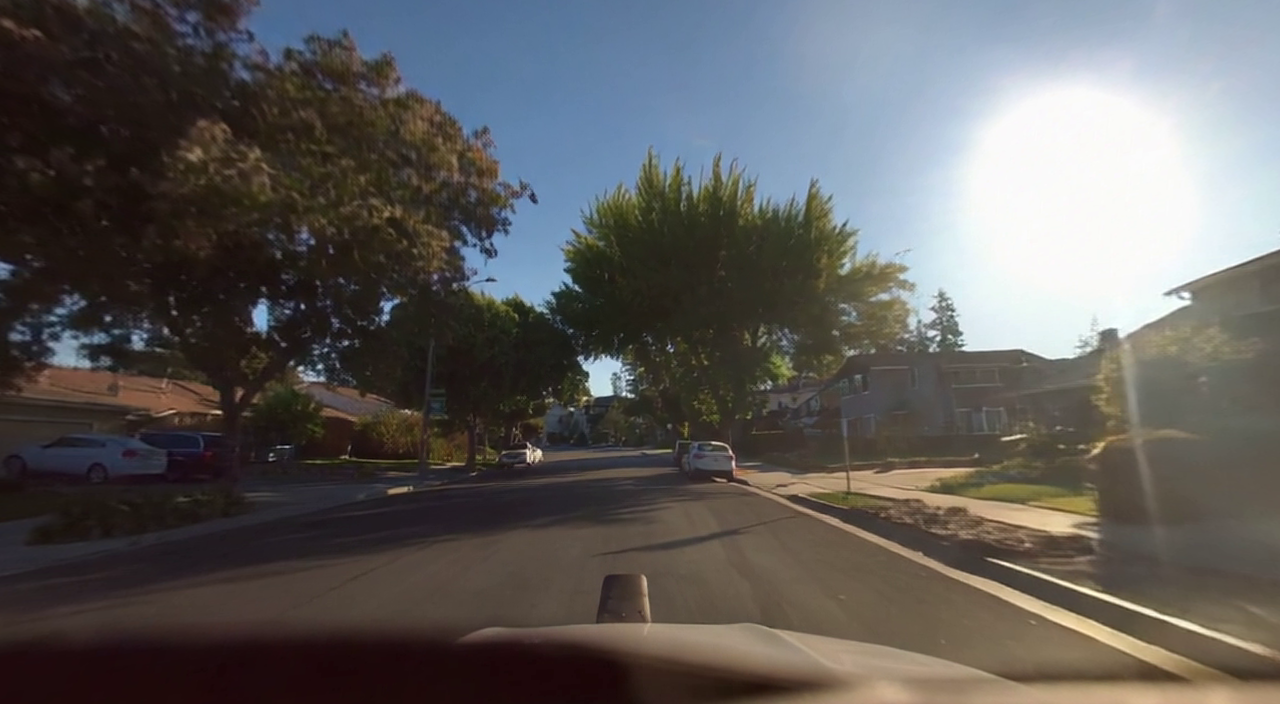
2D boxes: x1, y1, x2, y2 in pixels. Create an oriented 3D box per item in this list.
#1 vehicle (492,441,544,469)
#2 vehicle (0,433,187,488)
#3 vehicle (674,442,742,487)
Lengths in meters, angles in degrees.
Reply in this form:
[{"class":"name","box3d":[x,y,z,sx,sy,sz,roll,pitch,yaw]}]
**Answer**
[{"class":"vehicle","box3d":[-7.245,6.204,37.637,1.943,1.433,4.717,-5,-10,2]},{"class":"vehicle","box3d":[-16.266,3.173,18.551,4.344,1.483,1.928,-1,-8,6]},{"class":"vehicle","box3d":[2.360,4.013,22.933,2.088,1.429,4.796,0,-8,2]}]
